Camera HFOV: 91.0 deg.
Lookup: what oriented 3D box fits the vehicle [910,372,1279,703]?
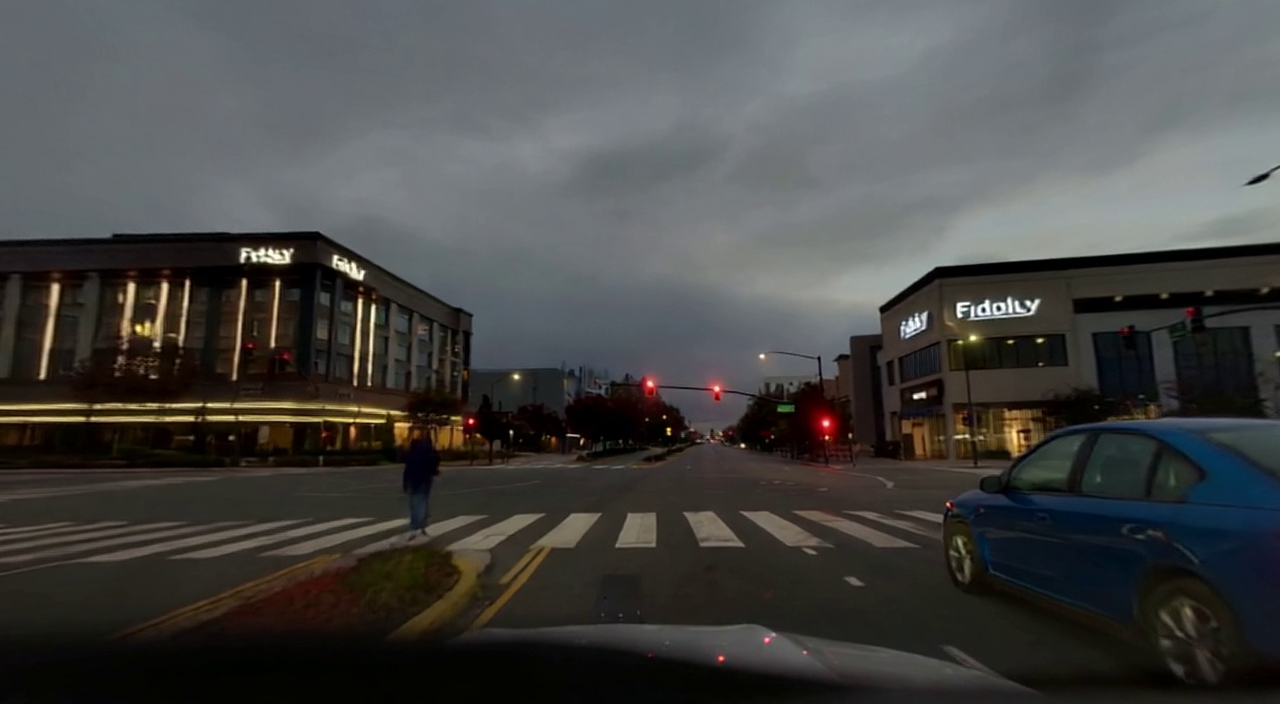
[{"bbox_3d":[3.711,1.143,4.226,2.067,1.625,4.073,-1,-8,2],"label":"vehicle"}]
